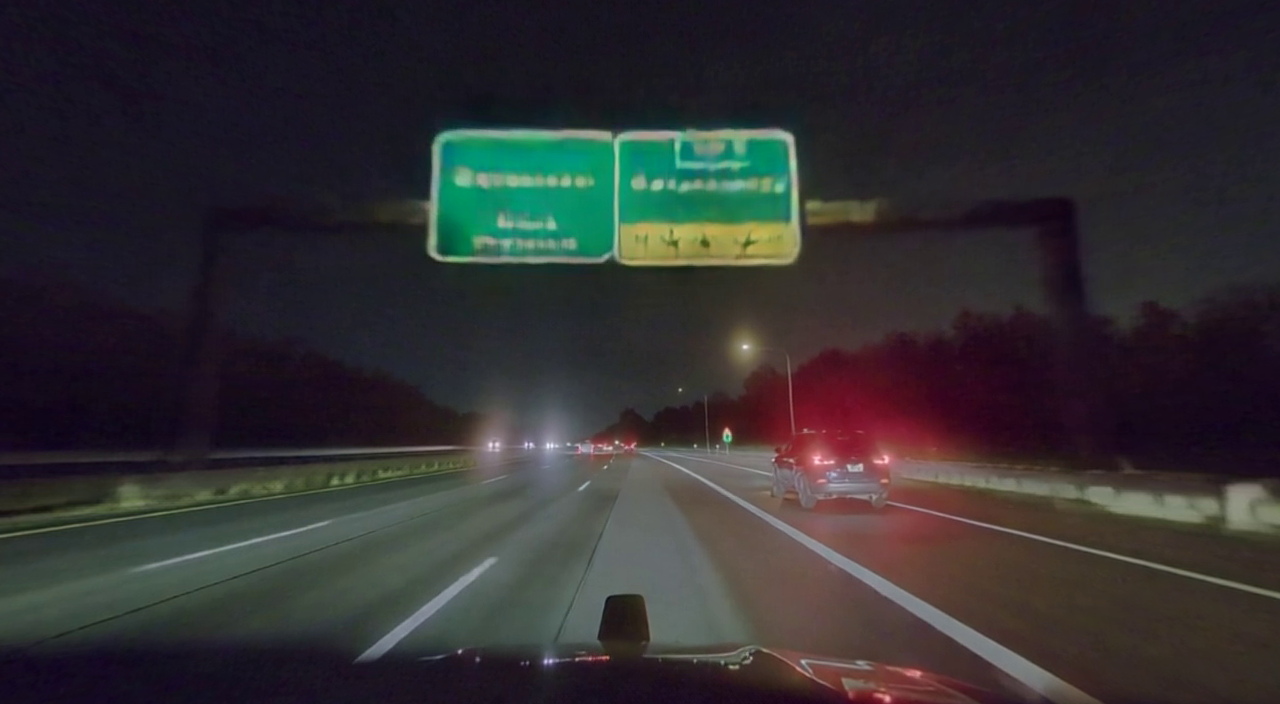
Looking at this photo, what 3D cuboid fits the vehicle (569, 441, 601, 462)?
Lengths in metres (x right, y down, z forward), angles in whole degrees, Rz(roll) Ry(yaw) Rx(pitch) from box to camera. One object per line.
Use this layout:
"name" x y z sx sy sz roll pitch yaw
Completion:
"vehicle" -4.173 7.596 48.371 2.211 1.524 3.651 0 -8 -1
